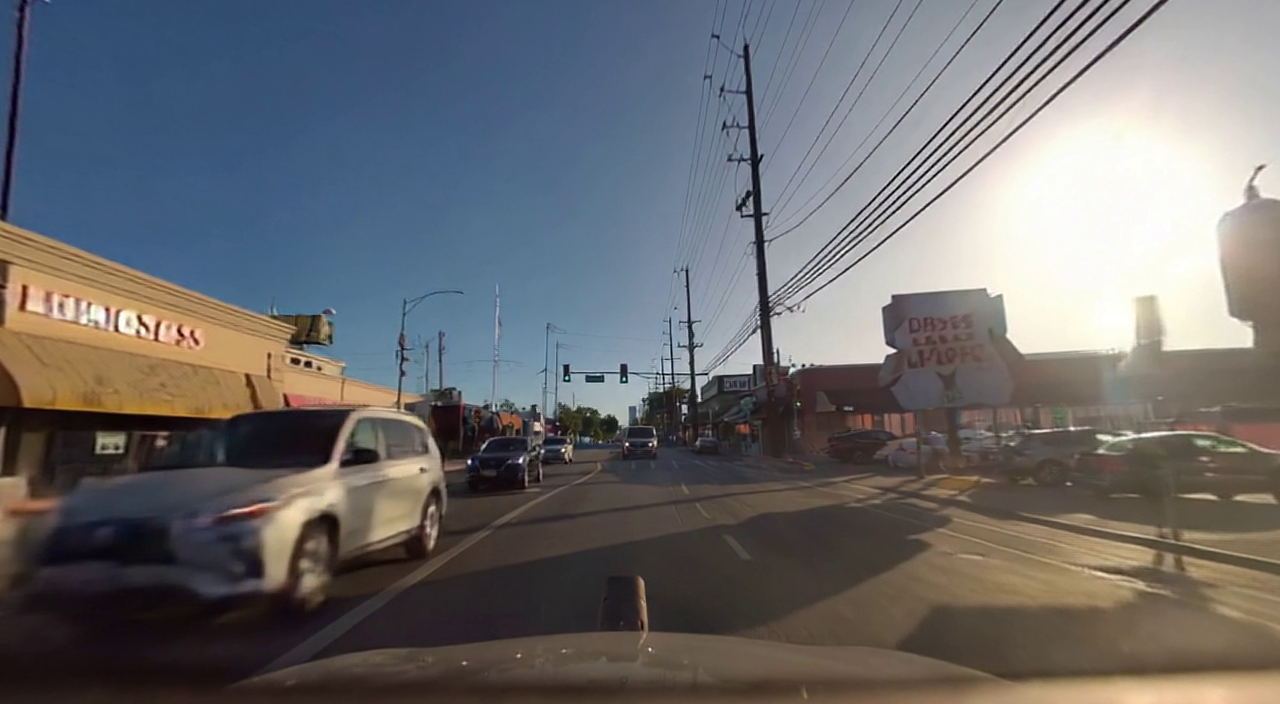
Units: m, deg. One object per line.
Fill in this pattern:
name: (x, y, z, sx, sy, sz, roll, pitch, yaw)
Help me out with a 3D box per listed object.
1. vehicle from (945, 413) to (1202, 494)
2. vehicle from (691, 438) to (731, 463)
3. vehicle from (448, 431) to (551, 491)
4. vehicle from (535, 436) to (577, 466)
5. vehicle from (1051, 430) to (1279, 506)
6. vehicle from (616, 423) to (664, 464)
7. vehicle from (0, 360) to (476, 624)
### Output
vehicle: (10.778, 2.540, 16.031, 4.937, 1.827, 2.042, -1, -8, 1)
vehicle: (4.402, 6.190, 39.807, 1.926, 1.482, 4.442, 0, -8, 0)
vehicle: (-4.118, 3.291, 19.437, 2.033, 1.572, 4.939, 0, -8, 0)
vehicle: (-4.711, 5.627, 35.929, 1.875, 1.595, 3.901, 0, -8, -1)
vehicle: (11.476, 2.406, 13.310, 4.238, 1.464, 1.862, -1, -9, 2)
vehicle: (0.028, 5.646, 39.060, 2.683, 2.295, 6.404, 0, -8, 0)
vehicle: (-3.773, 1.413, 7.430, 2.277, 1.904, 5.583, 0, -8, -1)
